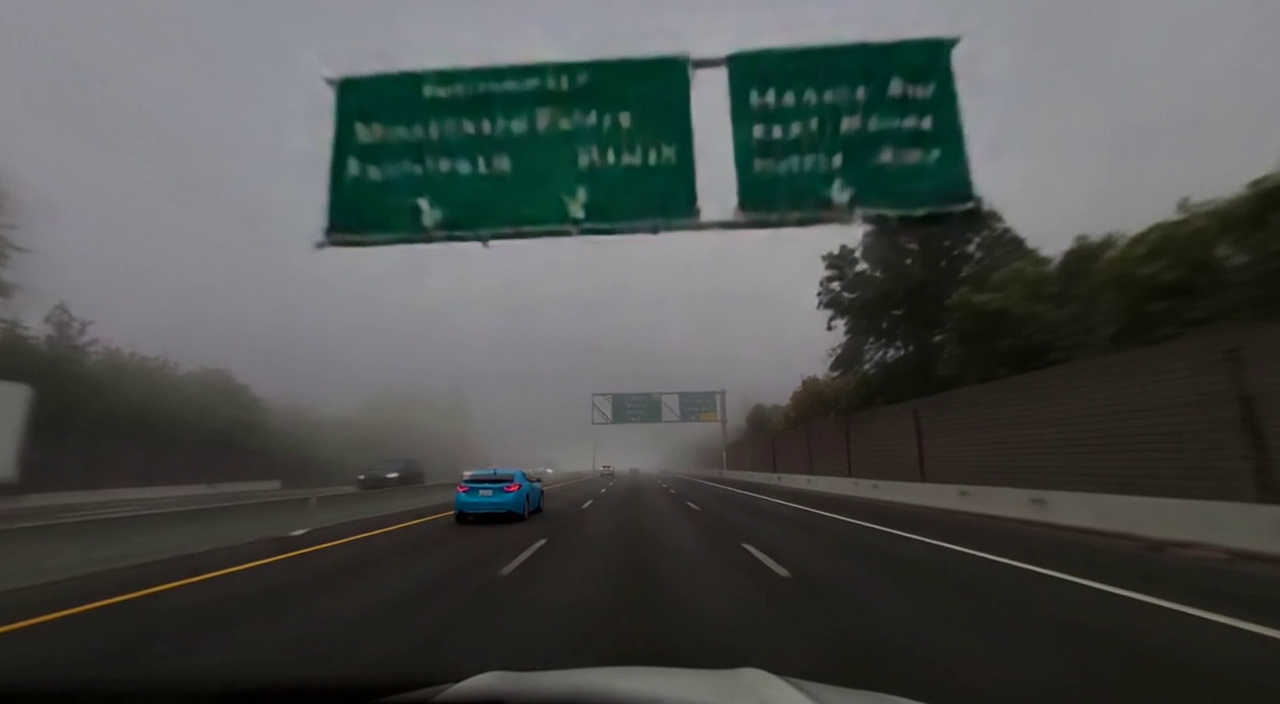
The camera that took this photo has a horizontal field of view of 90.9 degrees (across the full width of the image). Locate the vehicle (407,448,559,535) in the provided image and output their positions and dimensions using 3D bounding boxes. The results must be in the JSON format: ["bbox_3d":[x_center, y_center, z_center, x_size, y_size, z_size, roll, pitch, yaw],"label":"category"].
[{"bbox_3d":[-3.064,2.889,13.455,2.045,1.487,4.582,1,-10,0],"label":"vehicle"}]
